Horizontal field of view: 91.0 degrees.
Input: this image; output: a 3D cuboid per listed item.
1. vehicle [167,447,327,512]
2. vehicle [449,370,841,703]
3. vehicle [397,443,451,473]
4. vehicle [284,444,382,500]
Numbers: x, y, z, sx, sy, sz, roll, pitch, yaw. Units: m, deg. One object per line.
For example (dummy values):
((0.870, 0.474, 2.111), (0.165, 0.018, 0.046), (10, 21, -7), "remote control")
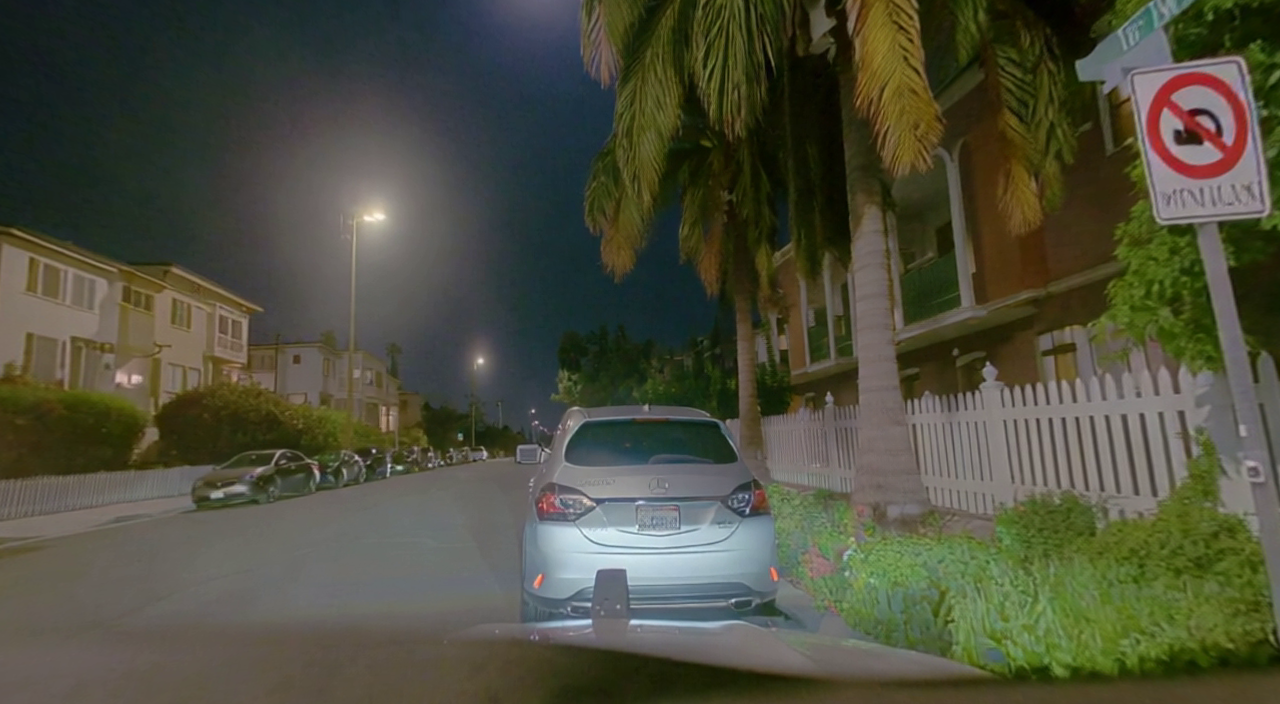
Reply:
((-11.395, 3.665, 18.797), (2.017, 1.627, 5.039), (1, -8, -7), "vehicle")
((-0.134, 1.220, 5.000), (1.894, 1.695, 3.795), (1, -8, -6), "vehicle")
((-13.173, 6.467, 38.698), (2.060, 1.689, 4.999), (1, -8, -7), "vehicle")
((-12.151, 4.715, 25.292), (2.048, 1.485, 4.757), (-4, -4, -8), "vehicle")
